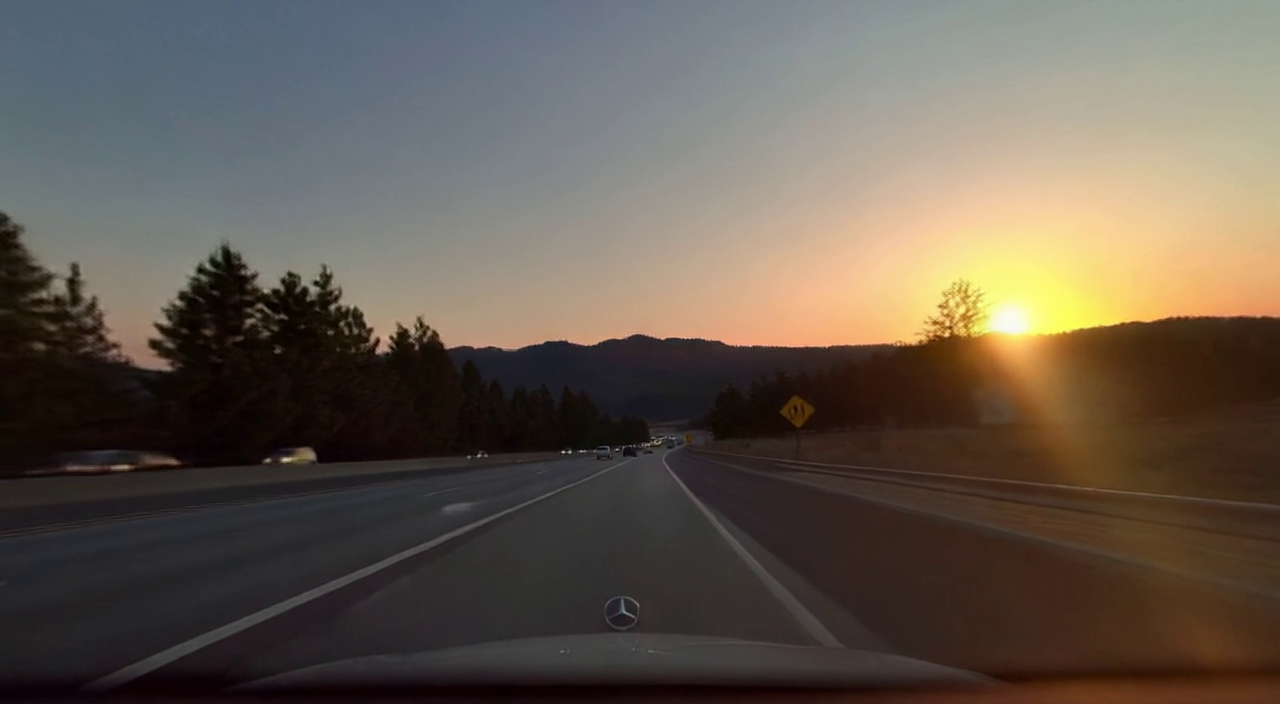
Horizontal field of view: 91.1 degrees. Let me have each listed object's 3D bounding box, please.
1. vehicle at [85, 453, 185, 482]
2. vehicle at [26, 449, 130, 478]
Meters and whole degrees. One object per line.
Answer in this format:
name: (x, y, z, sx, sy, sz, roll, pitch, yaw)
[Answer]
vehicle: (-27.755, 6.351, 34.765, 1.766, 1.462, 4.382, -1, -9, 2)
vehicle: (-35.493, 7.031, 39.904, 1.891, 1.739, 4.958, -1, -9, 2)
